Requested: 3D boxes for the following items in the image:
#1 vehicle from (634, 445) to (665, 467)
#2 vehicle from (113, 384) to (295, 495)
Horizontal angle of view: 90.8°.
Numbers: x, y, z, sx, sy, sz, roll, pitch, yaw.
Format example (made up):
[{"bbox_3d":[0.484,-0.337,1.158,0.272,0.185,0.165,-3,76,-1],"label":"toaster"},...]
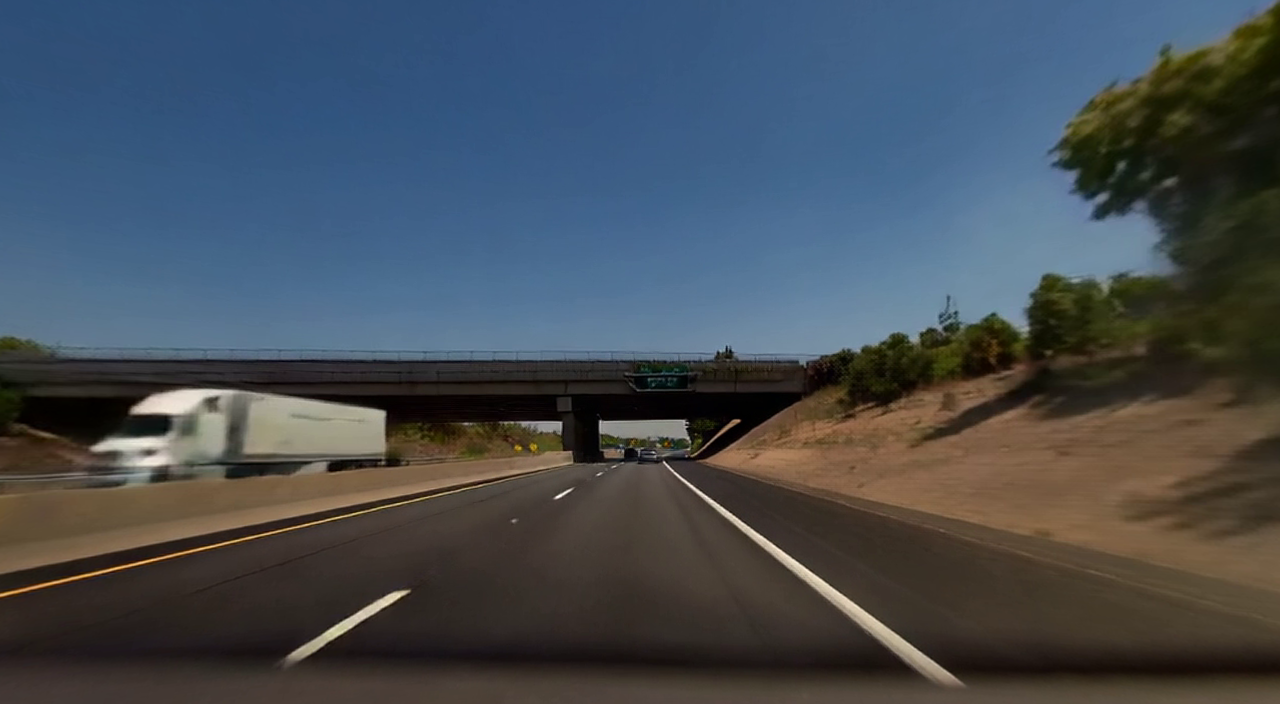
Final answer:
[{"bbox_3d":[0.741,7.832,47.588,2.221,1.603,4.149,0,-9,1],"label":"vehicle"},{"bbox_3d":[-17.221,3.567,25.550,3.024,3.921,5.784,0,-9,0],"label":"vehicle"}]
